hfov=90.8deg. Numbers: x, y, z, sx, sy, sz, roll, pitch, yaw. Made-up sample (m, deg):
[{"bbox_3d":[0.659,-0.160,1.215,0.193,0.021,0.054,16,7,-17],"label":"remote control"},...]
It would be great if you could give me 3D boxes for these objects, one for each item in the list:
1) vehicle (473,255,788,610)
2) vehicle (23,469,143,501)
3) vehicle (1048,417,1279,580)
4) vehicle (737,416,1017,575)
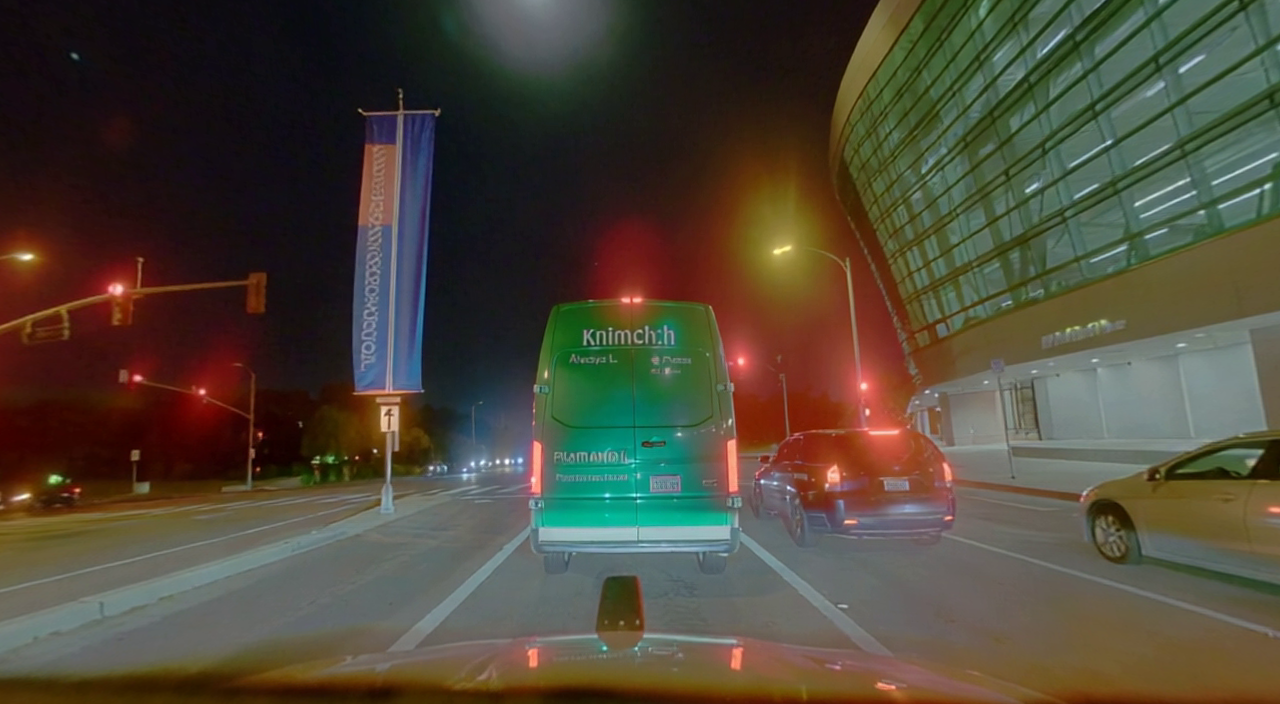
[{"bbox_3d":[-0.044,1.175,9.077,2.613,3.035,7.342,0,-8,1],"label":"vehicle"},{"bbox_3d":[-31.104,7.434,35.405,4.806,1.652,1.869,0,-8,-2],"label":"vehicle"},{"bbox_3d":[7.527,1.587,7.016,1.963,1.669,4.678,3,-9,-20],"label":"vehicle"},{"bbox_3d":[2.878,1.864,9.052,2.183,1.676,4.506,0,-8,-1],"label":"vehicle"}]
